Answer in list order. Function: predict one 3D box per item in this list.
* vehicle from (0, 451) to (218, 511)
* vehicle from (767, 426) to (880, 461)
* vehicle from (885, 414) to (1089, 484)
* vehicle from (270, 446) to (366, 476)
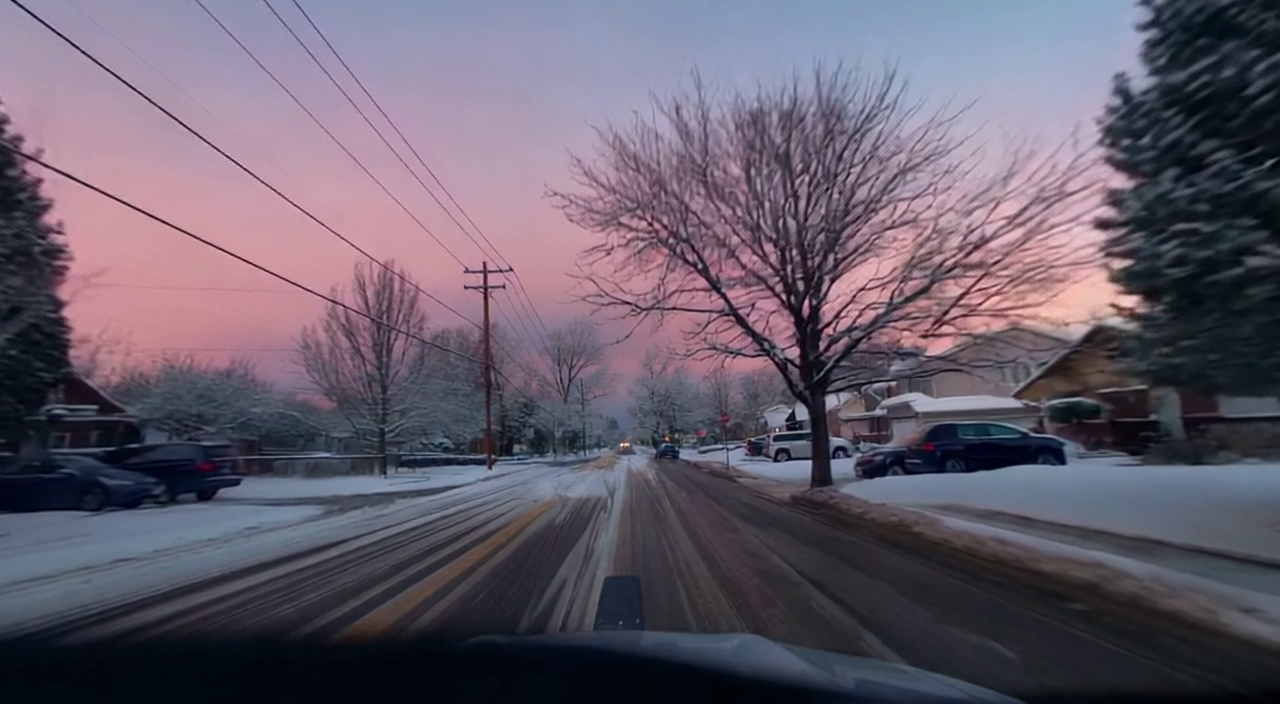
[{"bbox_3d":[-13.396,3.241,16.120,3.877,1.411,1.869,0,-9,-2],"label":"vehicle"},{"bbox_3d":[10.953,5.509,38.097,5.968,1.963,2.573,1,-8,-4],"label":"vehicle"},{"bbox_3d":[9.642,2.723,17.930,4.465,1.727,2.127,-2,-8,2],"label":"vehicle"},{"bbox_3d":[-18.047,6.115,35.521,4.304,1.643,1.969,0,-9,1],"label":"vehicle"}]
